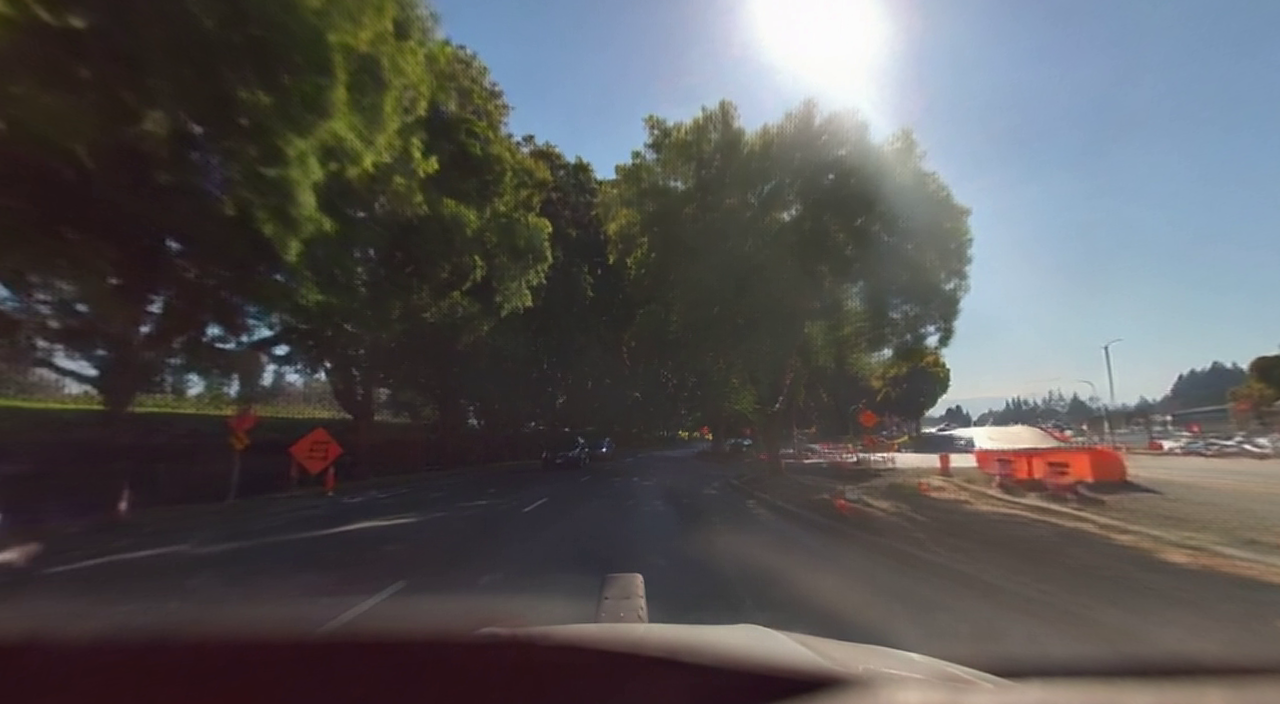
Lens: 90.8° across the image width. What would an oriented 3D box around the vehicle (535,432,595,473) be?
[{"bbox_3d":[-3.755,5.145,32.509,2.119,1.935,4.881,-1,-8,4],"label":"vehicle"}]
